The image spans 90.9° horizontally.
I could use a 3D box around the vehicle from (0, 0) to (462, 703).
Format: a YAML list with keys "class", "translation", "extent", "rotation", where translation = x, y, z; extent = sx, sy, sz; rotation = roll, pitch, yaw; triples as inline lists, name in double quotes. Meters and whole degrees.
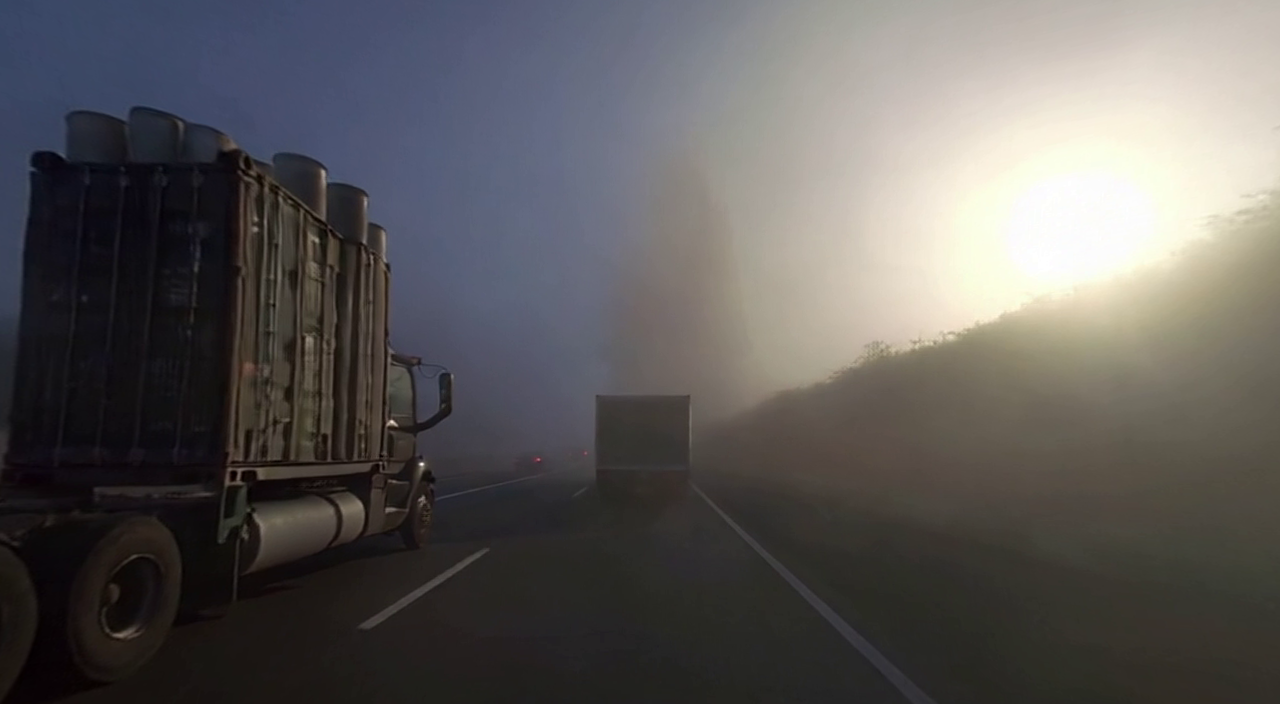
- class: "vehicle"
  translation: [-4.086, 0.243, 5.776]
  extent: [2.998, 3.992, 5.800]
  rotation: [0, -8, 1]

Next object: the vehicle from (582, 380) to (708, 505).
- class: "vehicle"
  translation: [-0.241, 2.865, 20.020]
  extent: [2.798, 3.071, 8.412]
  rotation: [1, -8, -8]

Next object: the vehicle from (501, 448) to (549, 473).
- class: "vehicle"
  translation: [-7.061, 6.701, 39.262]
  extent: [2.006, 1.458, 4.700]
  rotation: [0, -8, 2]
